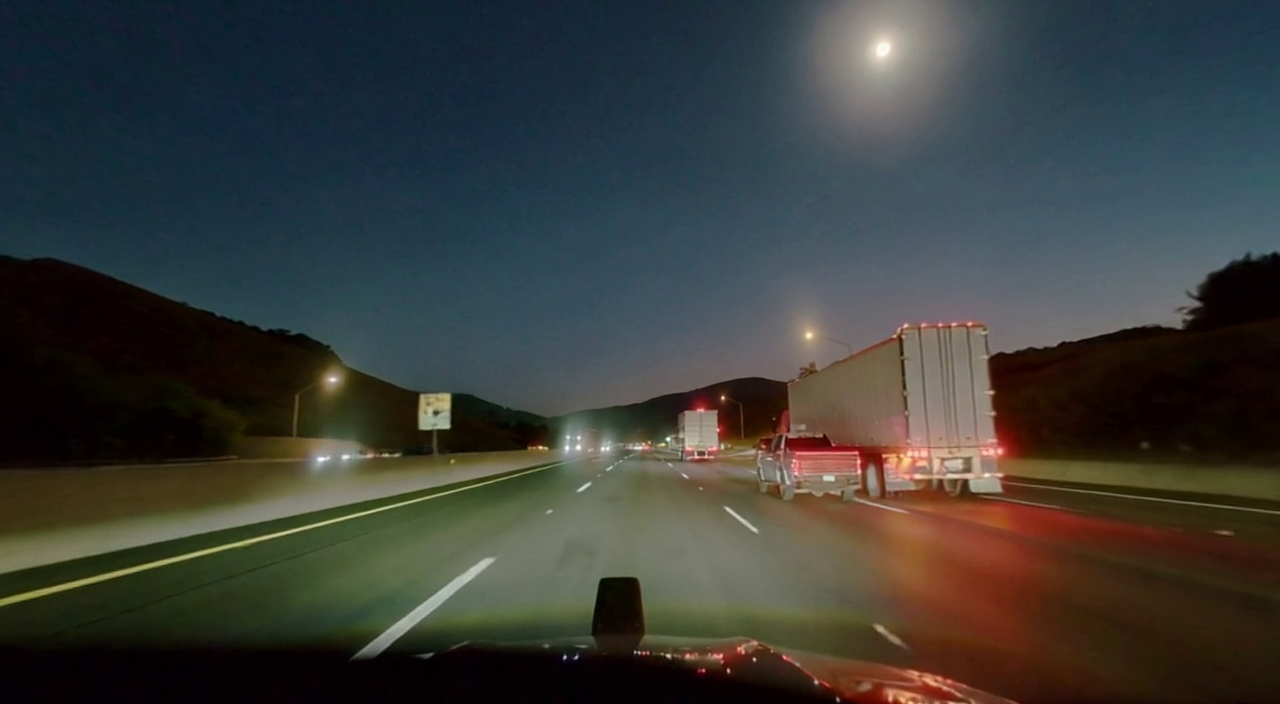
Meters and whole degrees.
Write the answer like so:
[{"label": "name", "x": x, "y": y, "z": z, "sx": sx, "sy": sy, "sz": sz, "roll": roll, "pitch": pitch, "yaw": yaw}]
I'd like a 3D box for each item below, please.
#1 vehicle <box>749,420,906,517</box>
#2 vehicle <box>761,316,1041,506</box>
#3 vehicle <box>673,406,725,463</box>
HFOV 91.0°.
[{"label": "vehicle", "x": 3.754, "y": 2.420, "z": 13.530, "sx": 2.055, "sy": 1.737, "sz": 4.224, "roll": 0, "pitch": -9, "yaw": 0}, {"label": "vehicle", "x": 7.241, "y": 2.461, "z": 21.919, "sx": 2.947, "sy": 4.199, "sz": 16.175, "roll": 0, "pitch": -9, "yaw": 0}, {"label": "vehicle", "x": 4.412, "y": 6.564, "z": 49.331, "sx": 3.049, "sy": 3.968, "sz": 10.706, "roll": 0, "pitch": -9, "yaw": 0}]
